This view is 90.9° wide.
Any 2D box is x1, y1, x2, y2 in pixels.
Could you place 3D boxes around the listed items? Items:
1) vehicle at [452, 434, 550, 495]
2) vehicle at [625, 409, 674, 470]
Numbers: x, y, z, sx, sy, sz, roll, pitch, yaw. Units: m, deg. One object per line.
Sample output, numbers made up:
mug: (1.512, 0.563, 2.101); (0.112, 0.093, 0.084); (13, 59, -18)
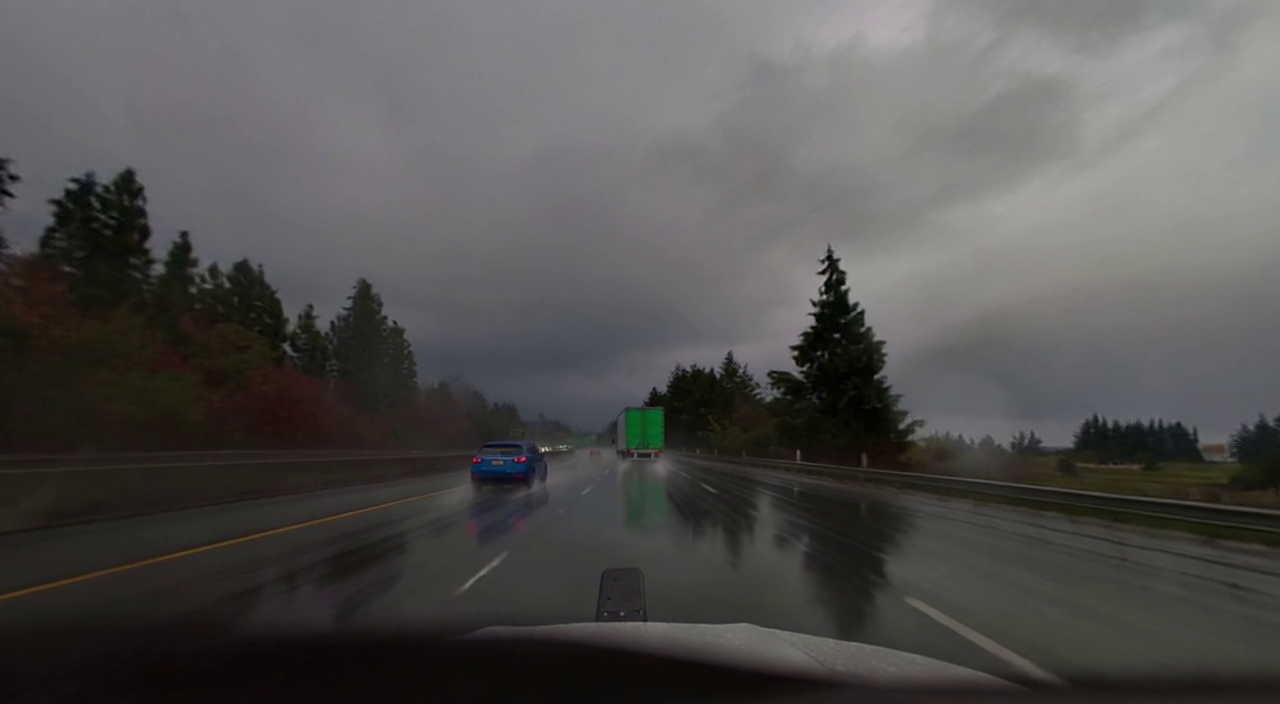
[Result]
vehicle: (-3.962, 3.279, 18.680); (1.977, 1.602, 3.944); (0, -9, 1)
vehicle: (0.470, 5.937, 42.441); (2.893, 3.628, 9.081); (0, -9, -2)
